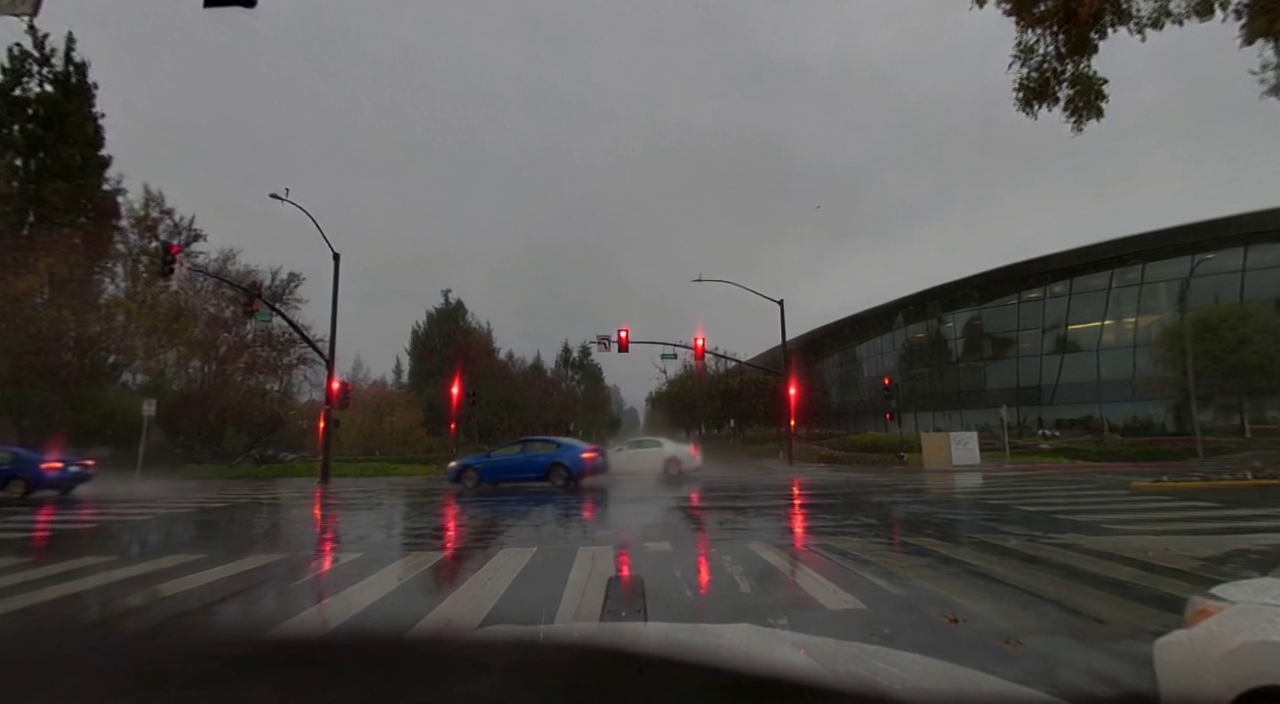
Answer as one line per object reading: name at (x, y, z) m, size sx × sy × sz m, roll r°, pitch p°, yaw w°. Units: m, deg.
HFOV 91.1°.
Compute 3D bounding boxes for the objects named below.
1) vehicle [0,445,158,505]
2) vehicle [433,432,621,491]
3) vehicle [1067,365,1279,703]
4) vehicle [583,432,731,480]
vehicle at (-15.980, 3.268, 16.864) m, size 4.464 × 1.472 × 1.867 m, roll 0°, pitch -8°, yaw -1°
vehicle at (-2.919, 2.943, 17.016) m, size 4.723 × 1.484 × 1.883 m, roll 0°, pitch -8°, yaw 0°
vehicle at (2.885, 0.678, 0.835) m, size 1.947 × 1.576 × 3.825 m, roll 0°, pitch -8°, yaw 1°
vehicle at (0.547, 3.399, 20.624) m, size 4.623 × 1.477 × 1.884 m, roll 0°, pitch -8°, yaw 1°
